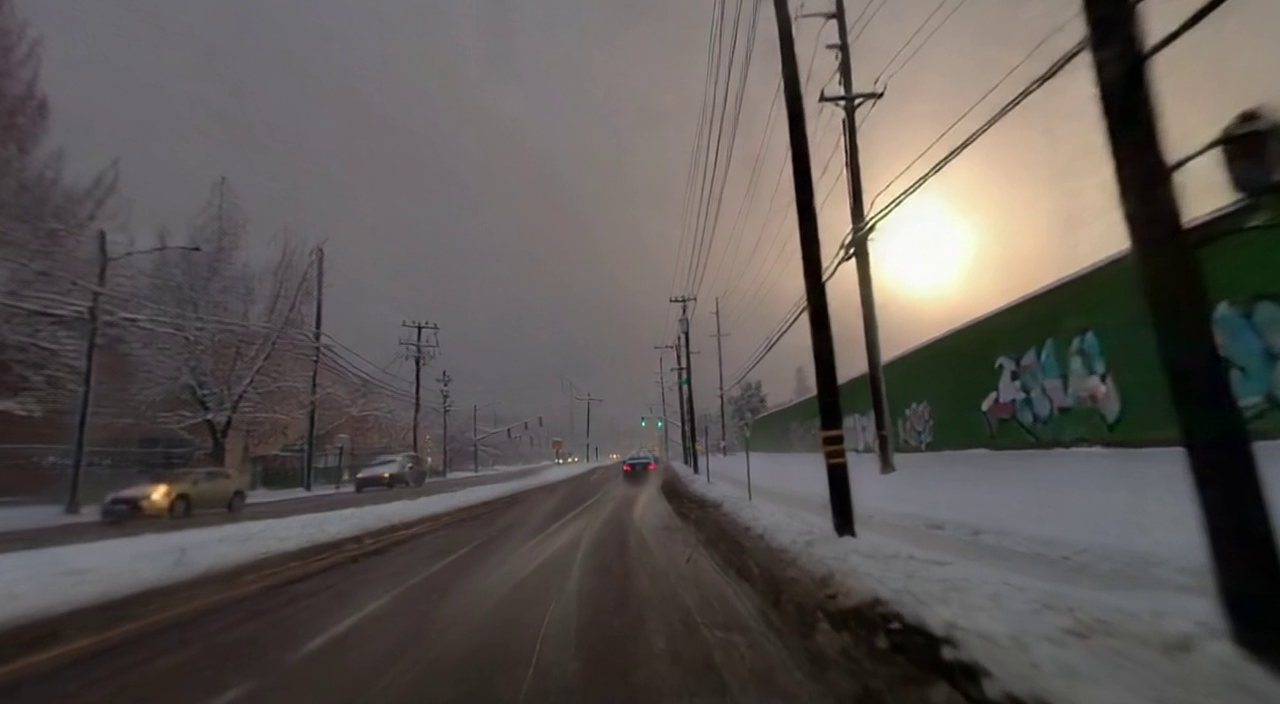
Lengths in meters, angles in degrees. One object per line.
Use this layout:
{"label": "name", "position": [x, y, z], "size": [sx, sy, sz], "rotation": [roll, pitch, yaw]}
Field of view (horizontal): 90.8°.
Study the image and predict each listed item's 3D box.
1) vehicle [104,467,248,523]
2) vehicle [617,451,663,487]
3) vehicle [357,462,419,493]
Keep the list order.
{"label": "vehicle", "position": [-15.759, 4.843, 21.774], "size": [1.841, 1.658, 3.953], "rotation": [0, -10, 1]}
{"label": "vehicle", "position": [0.019, 5.740, 31.175], "size": [2.105, 1.611, 3.750], "rotation": [0, -10, 1]}
{"label": "vehicle", "position": [-15.678, 7.773, 39.519], "size": [1.952, 1.698, 4.493], "rotation": [-3, -10, 1]}
